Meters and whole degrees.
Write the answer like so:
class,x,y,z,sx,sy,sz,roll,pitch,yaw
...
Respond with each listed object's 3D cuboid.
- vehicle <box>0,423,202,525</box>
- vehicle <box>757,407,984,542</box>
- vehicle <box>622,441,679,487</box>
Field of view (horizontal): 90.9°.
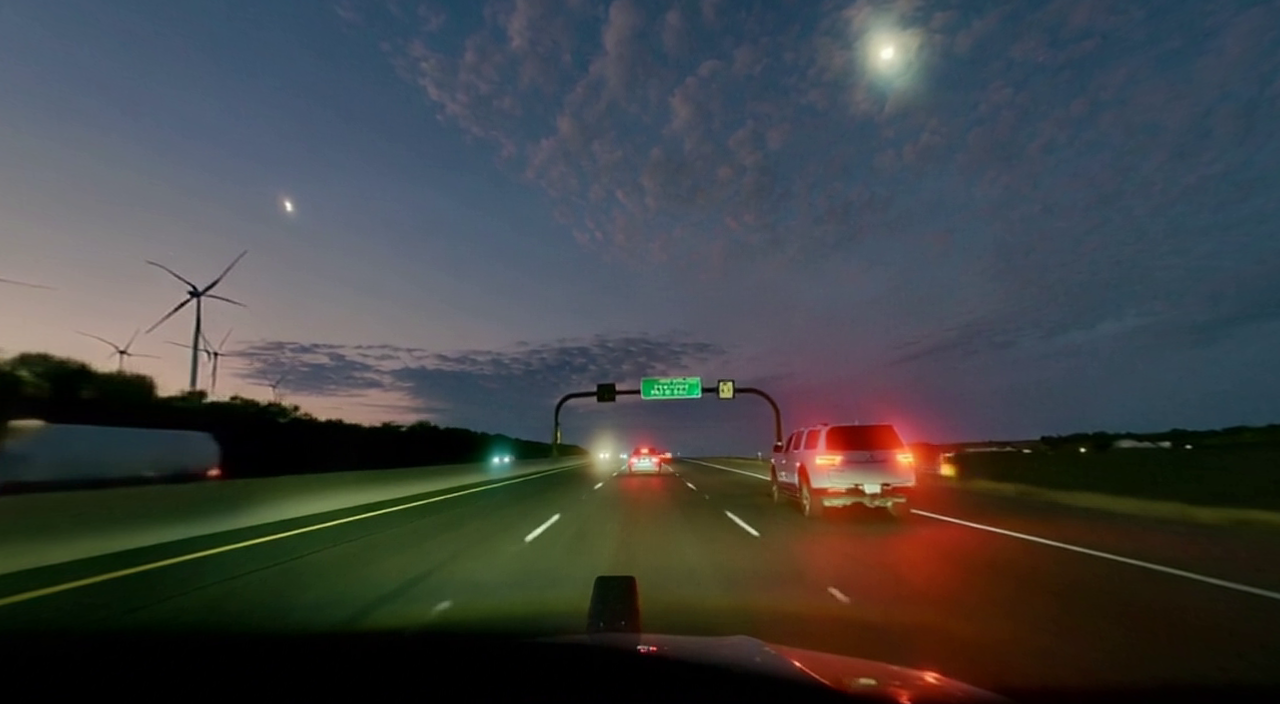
class,x,y,z,sx,sy,sz,roll,pitch,yaw
vehicle,-19.592,4.084,21.799,2.778,2.875,8.205,0,-9,1
vehicle,3.676,2.095,11.323,2.104,1.861,4.956,0,-9,-1
vehicle,0.366,4.394,25.037,2.083,1.653,3.787,0,-9,0
